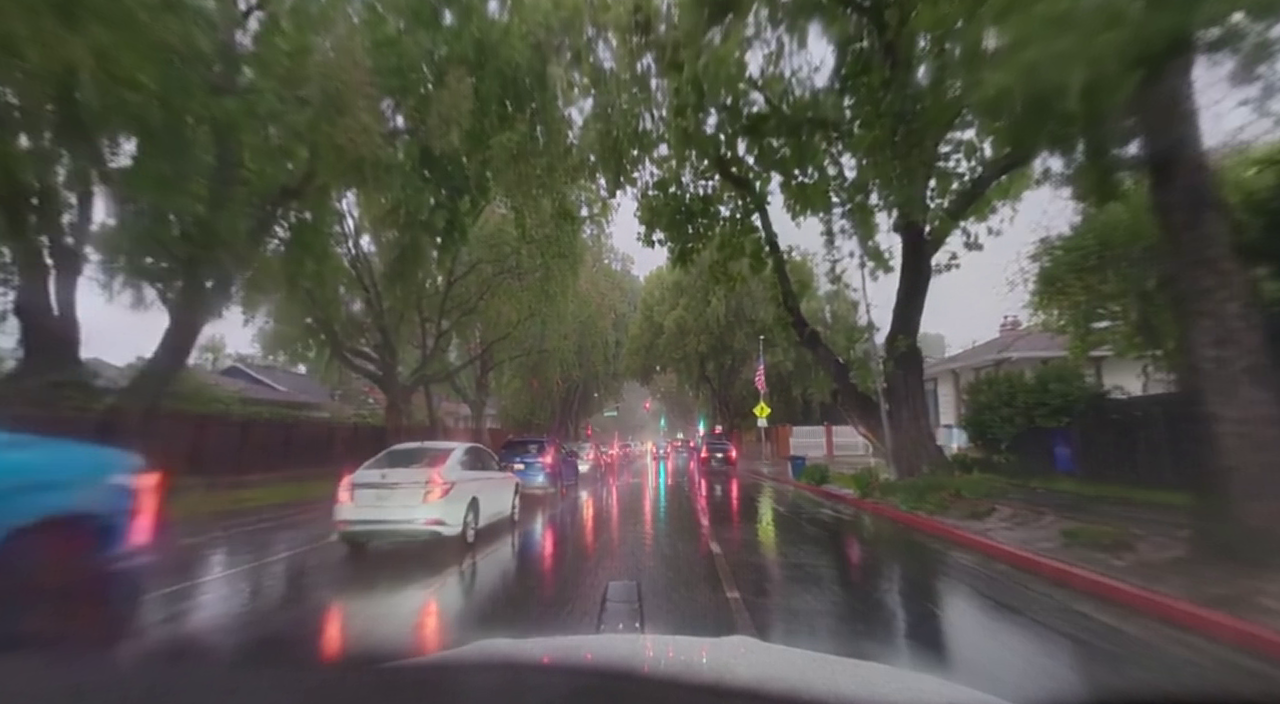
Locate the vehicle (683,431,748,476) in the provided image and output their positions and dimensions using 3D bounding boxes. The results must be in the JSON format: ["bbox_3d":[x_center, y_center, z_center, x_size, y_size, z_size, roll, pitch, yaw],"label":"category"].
[{"bbox_3d":[3.026,4.199,26.386,2.258,1.682,4.635,0,-8,2],"label":"vehicle"}]

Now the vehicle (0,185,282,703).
[{"bbox_3d":[-3.144,0.358,0.651,2.405,2.058,5.193,0,-8,1],"label":"vehicle"}]

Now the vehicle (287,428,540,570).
[{"bbox_3d":[-2.740,1.859,8.752,1.807,1.475,3.952,-1,-8,4],"label":"vehicle"}]
